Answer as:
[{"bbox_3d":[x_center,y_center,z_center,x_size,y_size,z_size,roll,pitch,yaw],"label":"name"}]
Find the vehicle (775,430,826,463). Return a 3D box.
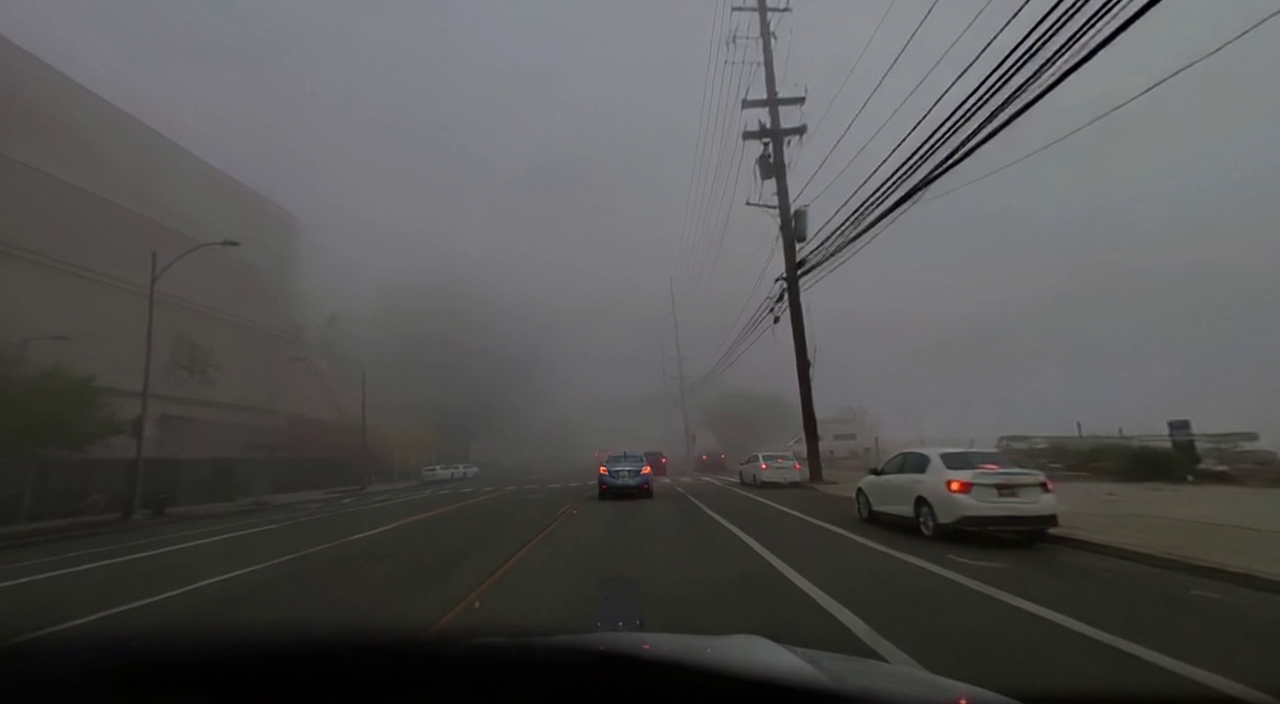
[{"bbox_3d":[11.309,6.710,44.980,2.329,2.145,5.841,1,-8,2],"label":"vehicle"}]

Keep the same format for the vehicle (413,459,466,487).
[{"bbox_3d":[-11.800,7.127,37.481,1.828,1.457,4.371,0,-9,-2],"label":"vehicle"}]

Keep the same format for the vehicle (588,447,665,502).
[{"bbox_3d":[-0.354,3.688,19.457,2.116,1.479,3.980,0,-9,0],"label":"vehicle"}]

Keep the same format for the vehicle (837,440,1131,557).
[{"bbox_3d":[5.203,2.256,10.626,2.108,1.471,4.948,0,-9,-1],"label":"vehicle"}]

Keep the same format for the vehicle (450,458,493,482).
[{"bbox_3d":[-11.534,8.111,43.601,1.817,1.480,4.282,0,-9,0],"label":"vehicle"}]

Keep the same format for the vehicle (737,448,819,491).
[{"bbox_3d":[5.115,4.403,24.103,1.987,1.459,4.677,0,-9,-1],"label":"vehicle"}]

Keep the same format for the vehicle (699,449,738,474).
[{"bbox_3d":[5.179,7.309,42.465,1.937,1.523,4.541,0,-9,-1],"label":"vehicle"}]
